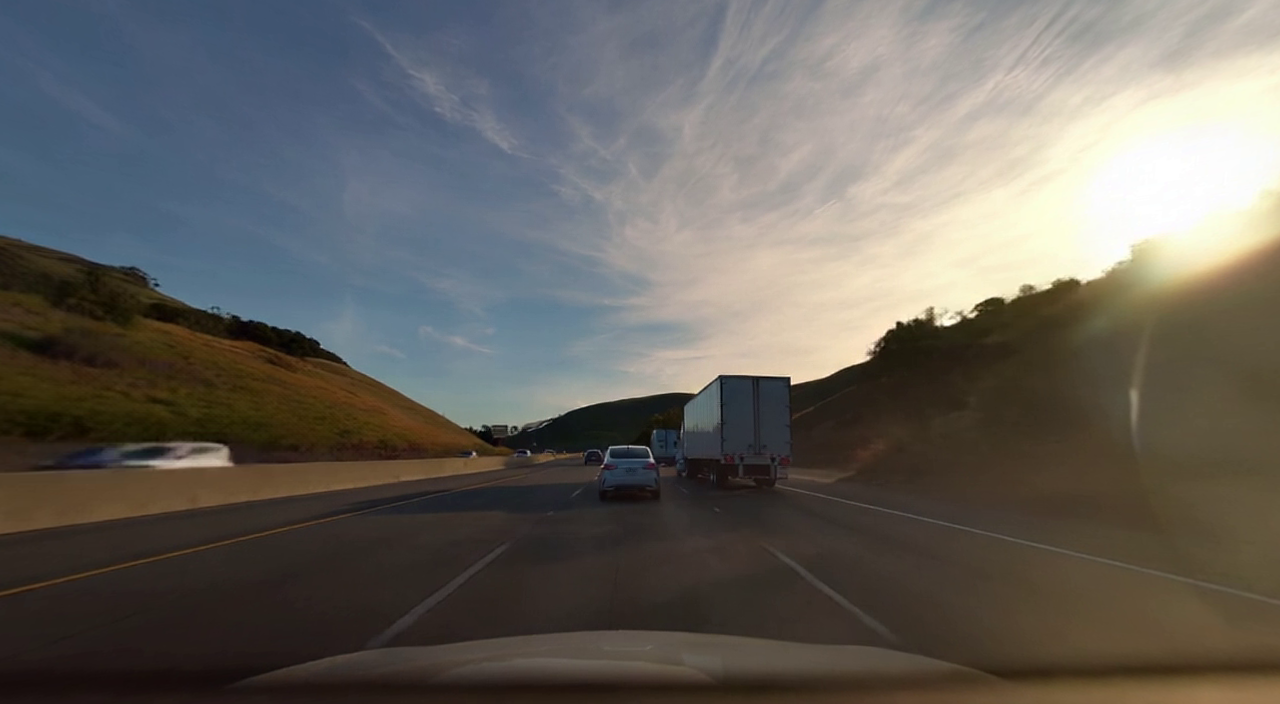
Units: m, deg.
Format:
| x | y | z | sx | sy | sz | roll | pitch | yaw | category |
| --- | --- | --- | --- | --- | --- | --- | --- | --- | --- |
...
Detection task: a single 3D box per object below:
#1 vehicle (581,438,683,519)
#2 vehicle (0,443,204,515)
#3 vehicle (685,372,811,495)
| x | y | z | sx | sy | sz | roll | pitch | yaw | category |
| --- | --- | --- | --- | --- | --- | --- | --- | --- | --- |
| -0.187 | 2.911 | 14.973 | 2.109 | 1.639 | 3.768 | 0 | -9 | -1 | vehicle |
| -12.803 | 2.906 | 14.907 | 1.832 | 1.430 | 4.440 | 0 | -9 | 0 | vehicle |
| 4.069 | 3.776 | 27.954 | 2.812 | 4.024 | 14.098 | 0 | -9 | -1 | vehicle |
